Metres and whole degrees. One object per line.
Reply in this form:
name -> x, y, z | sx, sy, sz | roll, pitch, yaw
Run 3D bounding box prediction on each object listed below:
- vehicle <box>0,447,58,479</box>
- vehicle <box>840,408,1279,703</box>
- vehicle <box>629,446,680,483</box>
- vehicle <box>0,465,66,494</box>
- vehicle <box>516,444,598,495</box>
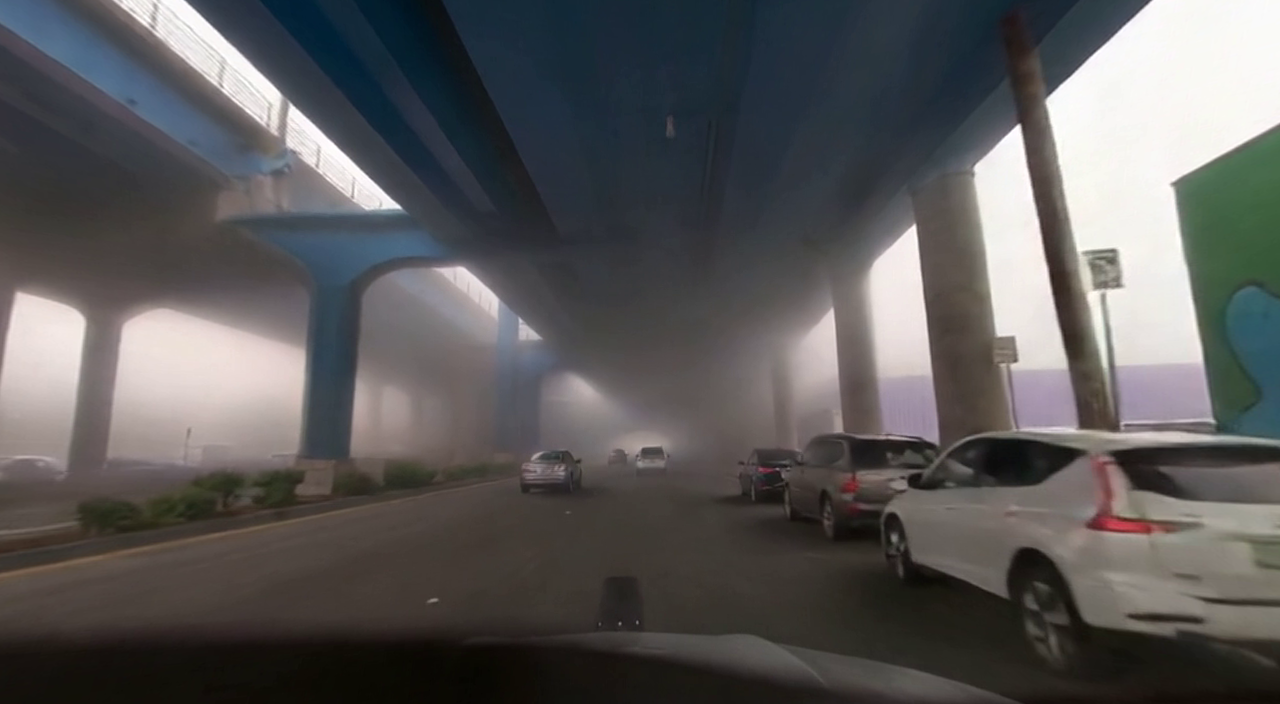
vehicle -> -34.876, 6.111, 34.555 | 4.221, 1.638, 2.040 | 5, -12, -37
vehicle -> 3.282, 1.379, 5.113 | 1.983, 1.589, 4.010 | 0, -9, 0
vehicle -> 0.670, 5.072, 28.651 | 2.155, 1.571, 3.734 | -1, -9, 2
vehicle -> -35.847, 7.361, 36.430 | 3.720, 1.546, 1.922 | 6, -11, -34
vehicle -> -2.681, 3.952, 21.541 | 2.024, 1.533, 4.549 | -1, -9, 2
